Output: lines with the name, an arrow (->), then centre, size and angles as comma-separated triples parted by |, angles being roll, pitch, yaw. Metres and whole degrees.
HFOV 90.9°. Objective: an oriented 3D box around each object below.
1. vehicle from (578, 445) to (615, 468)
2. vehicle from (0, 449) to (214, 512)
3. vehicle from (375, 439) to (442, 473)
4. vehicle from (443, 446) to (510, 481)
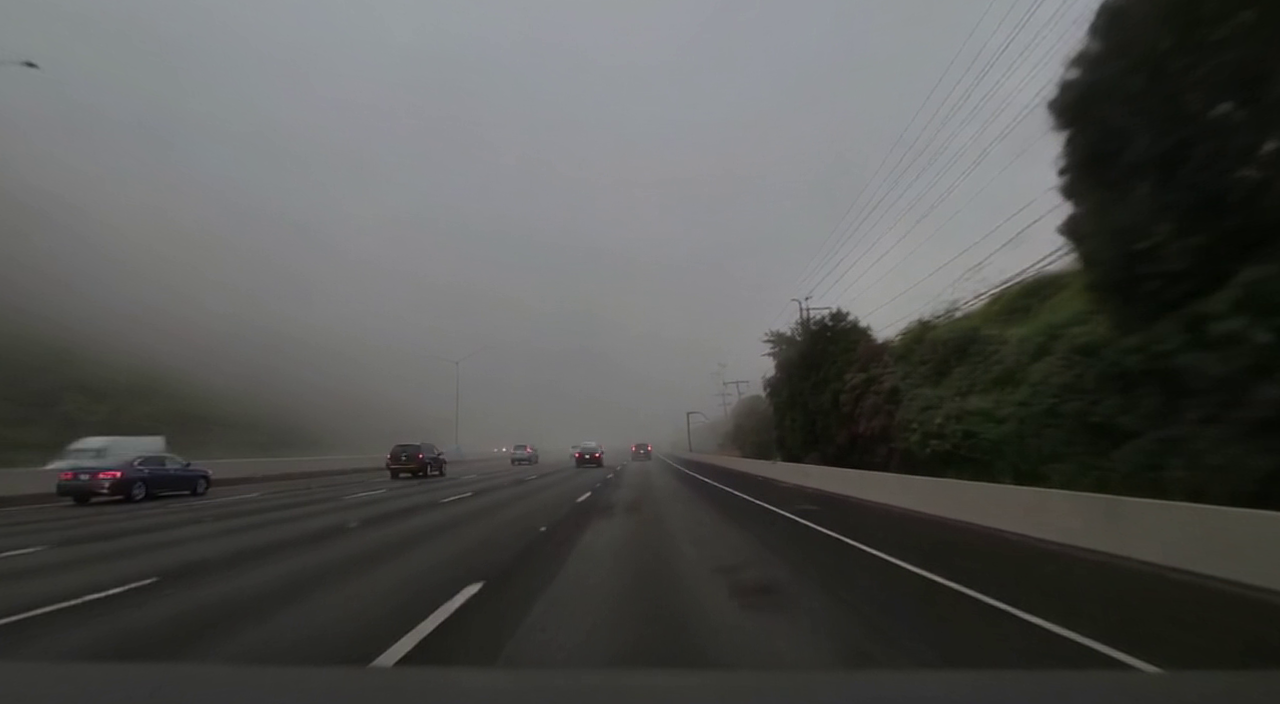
vehicle -> -2.792, 6.845, 41.418 | 2.064, 1.446, 4.409 | 0, -9, 1
vehicle -> -14.364, 3.403, 17.302 | 1.885, 1.474, 4.849 | 0, -9, 1
vehicle -> -14.368, 6.493, 39.462 | 2.172, 1.946, 5.017 | 0, -9, 1
vehicle -> -7.401, 5.053, 28.934 | 1.899, 1.472, 4.202 | 0, -9, 1
